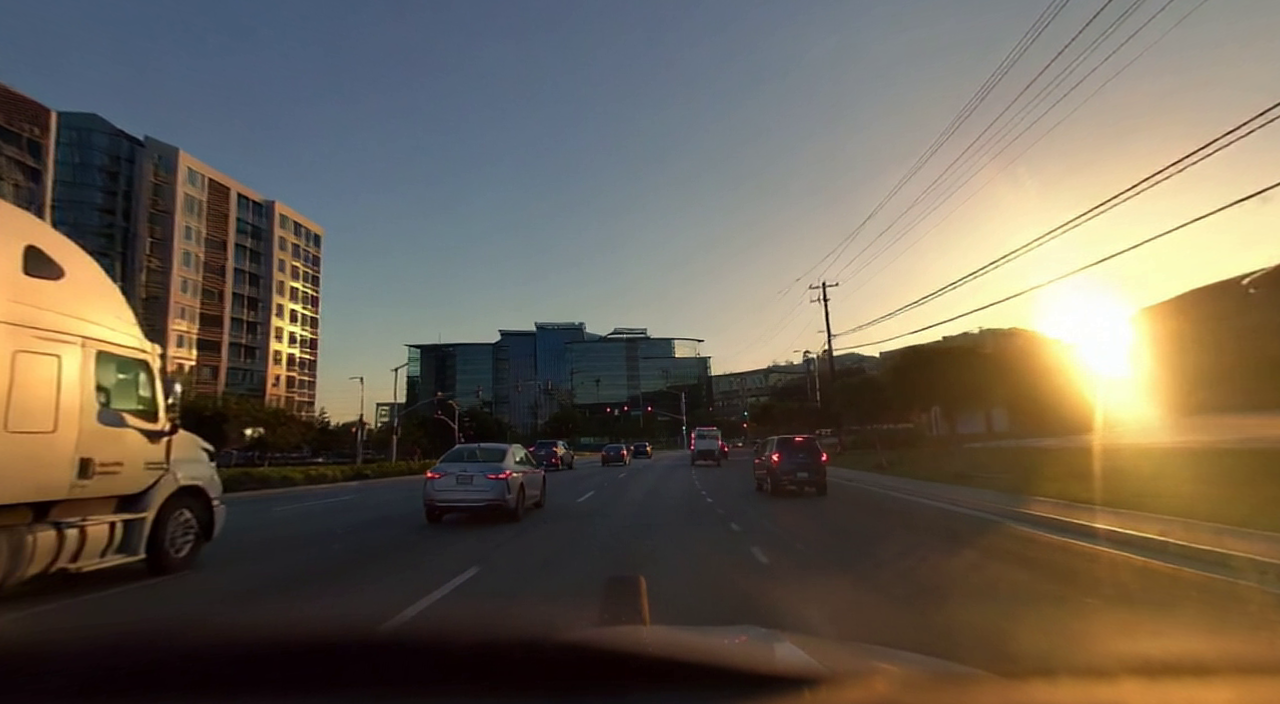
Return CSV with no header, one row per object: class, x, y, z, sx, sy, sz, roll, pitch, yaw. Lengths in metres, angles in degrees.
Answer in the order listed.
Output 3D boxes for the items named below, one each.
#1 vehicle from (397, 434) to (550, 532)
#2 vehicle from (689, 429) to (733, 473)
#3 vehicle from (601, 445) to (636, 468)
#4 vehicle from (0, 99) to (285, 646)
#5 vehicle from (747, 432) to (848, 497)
vehicle,-3.099,2.502,12.580,1.934,1.643,3.718,0,-8,2
vehicle,4.255,5.997,38.100,2.457,2.440,5.486,-1,-8,5
vehicle,-1.450,7.312,44.184,1.984,1.567,4.311,-1,-8,4
vehicle,-6.382,0.369,6.163,3.239,4.055,3.881,0,-8,1
vehicle,5.069,3.676,20.913,2.283,1.923,4.427,0,-8,1
